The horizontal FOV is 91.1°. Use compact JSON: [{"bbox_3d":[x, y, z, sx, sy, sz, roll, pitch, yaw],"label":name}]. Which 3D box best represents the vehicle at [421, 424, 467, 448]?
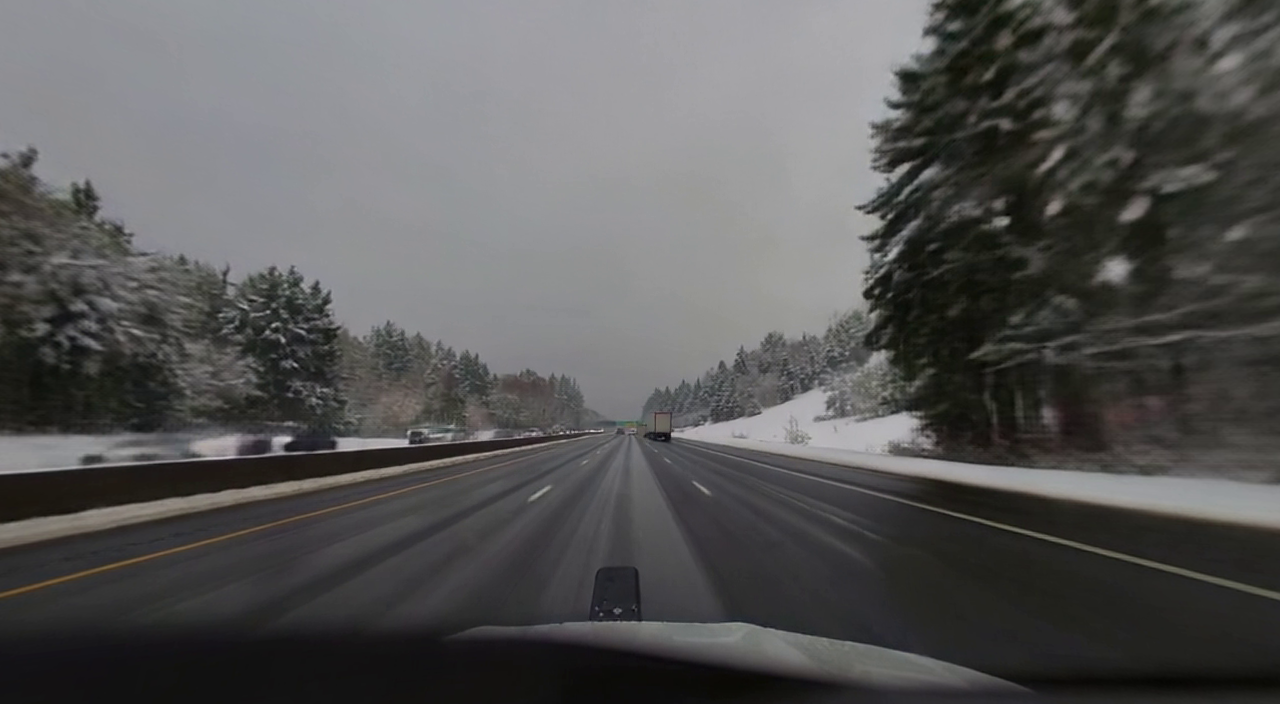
[{"bbox_3d":[-14.976,6.473,48.249,2.091,1.734,4.809,0,-8,-1],"label":"vehicle"}]

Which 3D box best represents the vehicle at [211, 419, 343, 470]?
[{"bbox_3d":[-12.913,3.318,22.830,1.885,1.614,4.917,0,-8,-1],"label":"vehicle"}]

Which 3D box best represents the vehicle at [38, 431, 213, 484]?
[{"bbox_3d":[-16.526,3.372,20.603,1.840,1.492,4.707,0,-8,-1],"label":"vehicle"}]
